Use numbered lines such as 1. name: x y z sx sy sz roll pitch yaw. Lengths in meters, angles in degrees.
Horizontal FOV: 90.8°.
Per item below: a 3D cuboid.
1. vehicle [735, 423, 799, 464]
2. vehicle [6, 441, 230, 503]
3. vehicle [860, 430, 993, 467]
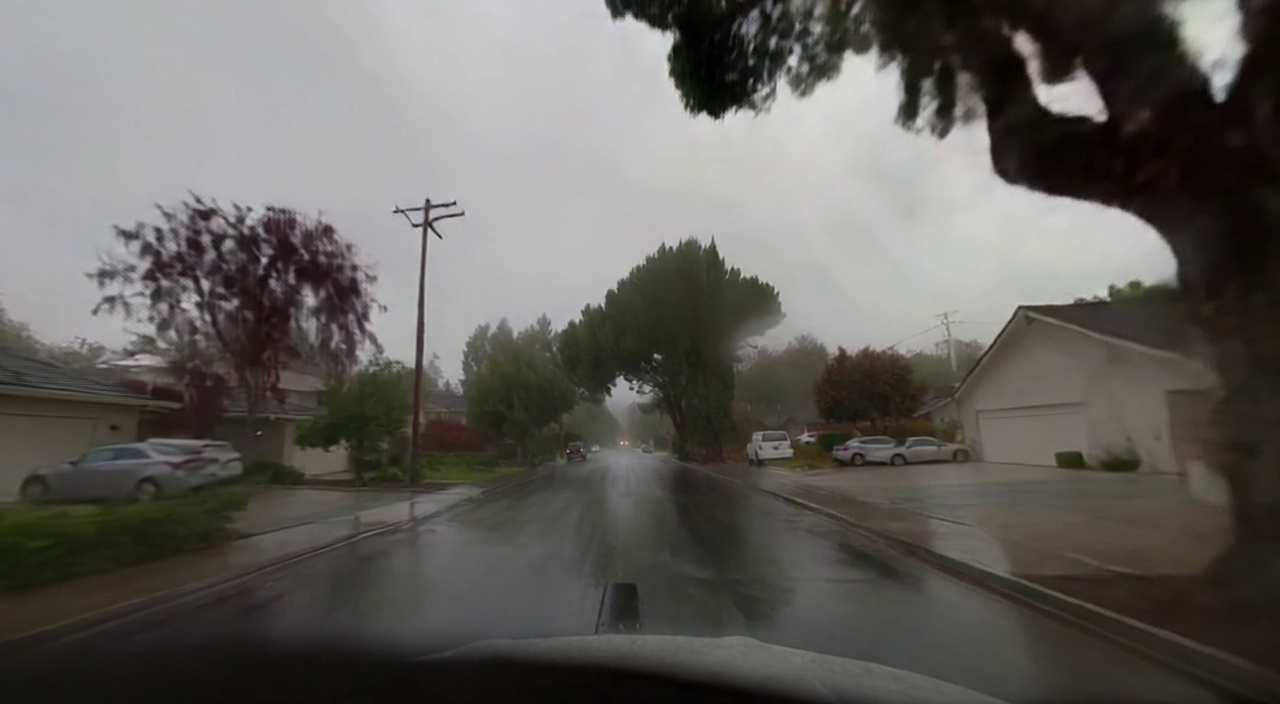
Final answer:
1. vehicle: 6.759 4.937 34.138 2.233 1.923 4.848 -4 -8 -2
2. vehicle: -13.760 3.161 16.908 4.190 1.529 1.880 0 -8 -4
3. vehicle: 12.053 4.091 26.792 4.686 1.466 1.869 0 -8 -1
